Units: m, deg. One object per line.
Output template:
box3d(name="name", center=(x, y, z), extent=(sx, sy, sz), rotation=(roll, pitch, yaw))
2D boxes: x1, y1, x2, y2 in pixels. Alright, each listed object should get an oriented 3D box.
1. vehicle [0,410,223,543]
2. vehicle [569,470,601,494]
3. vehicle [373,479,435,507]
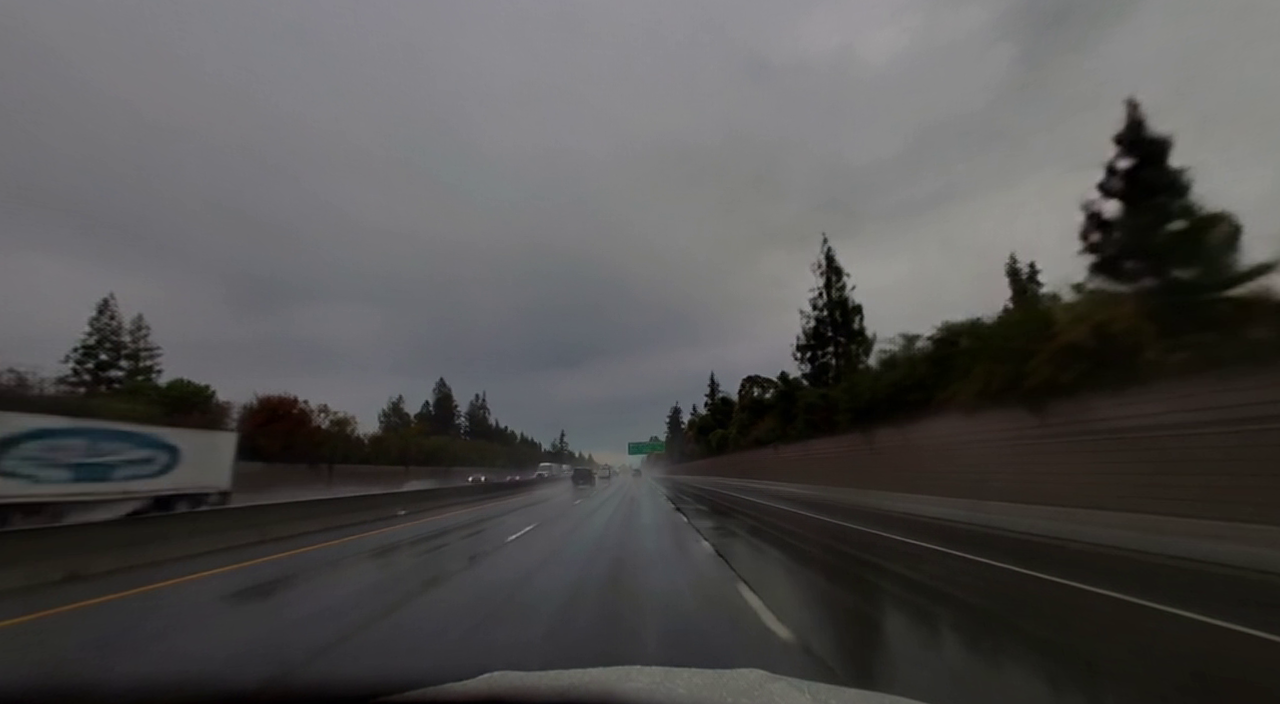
box3d(name="vehicle", center=(-21.666, 4.513, 23.113), extent=(3.036, 4.098, 14.145), rotation=(1, -11, 0))
box3d(name="vehicle", center=(-3.562, 8.484, 41.337), extent=(1.863, 1.486, 3.852), rotation=(1, -10, -1))
box3d(name="vehicle", center=(-13.330, 7.965, 35.856), extent=(1.913, 1.406, 4.019), rotation=(0, -10, 1))
